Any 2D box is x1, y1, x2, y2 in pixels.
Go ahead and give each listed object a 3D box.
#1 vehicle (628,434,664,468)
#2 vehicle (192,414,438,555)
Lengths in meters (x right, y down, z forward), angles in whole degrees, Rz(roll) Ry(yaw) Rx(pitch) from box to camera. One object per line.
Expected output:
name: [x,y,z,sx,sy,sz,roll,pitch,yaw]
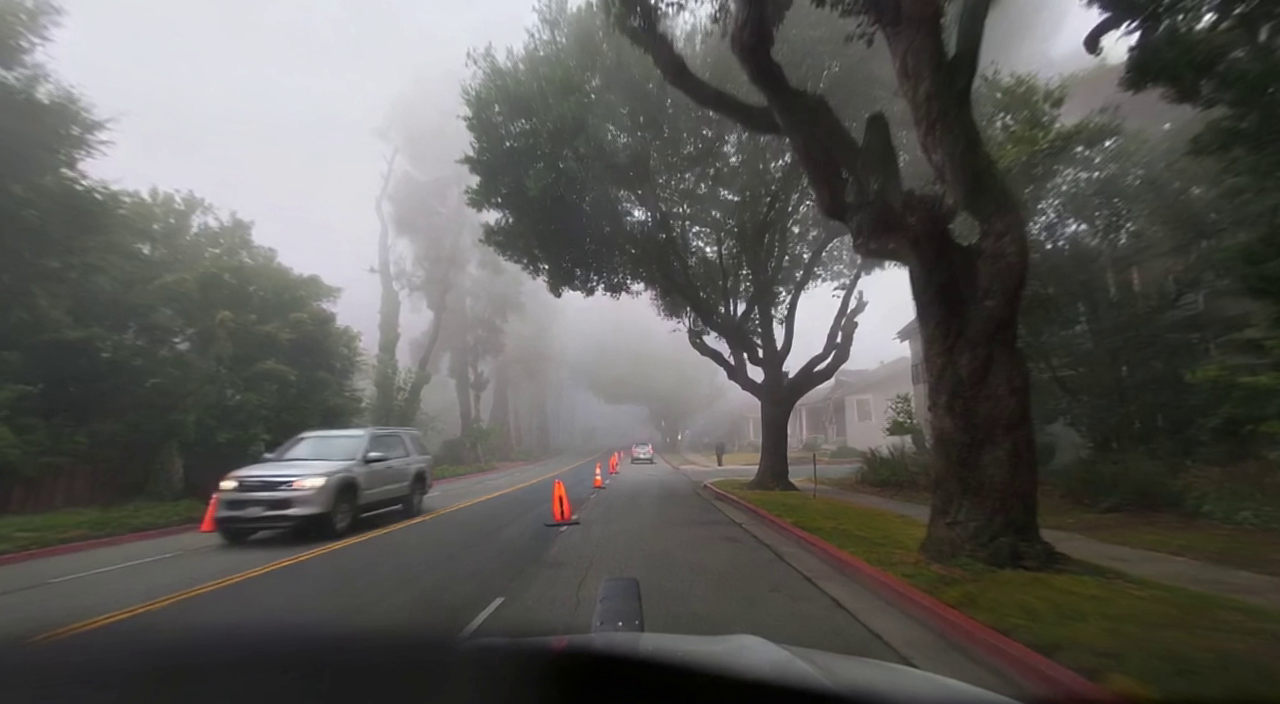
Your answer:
vehicle: [0.335,6.370,40.691,2.169,2.015,5.206,0,-9,0]
vehicle: [-6.156,2.553,13.028,2.131,2.256,5.381,0,-9,0]
